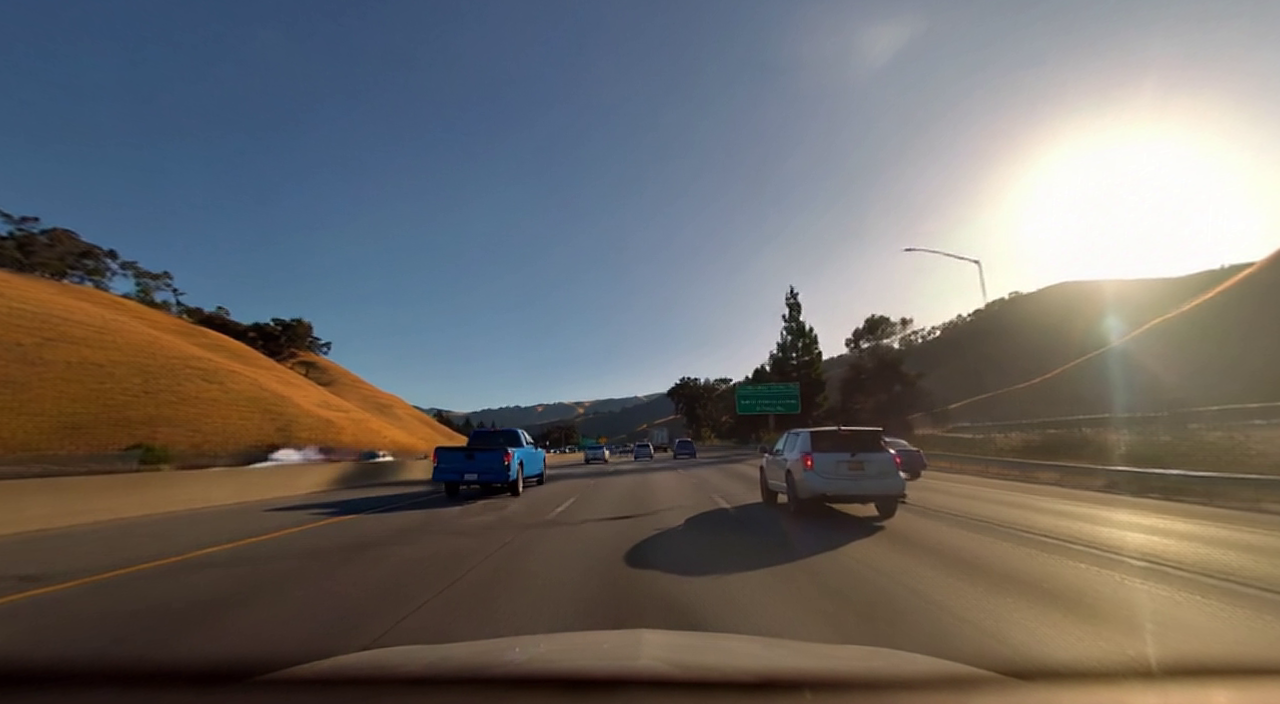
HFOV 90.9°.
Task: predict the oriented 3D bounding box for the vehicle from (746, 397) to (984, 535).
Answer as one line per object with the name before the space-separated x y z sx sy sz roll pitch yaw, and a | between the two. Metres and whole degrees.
vehicle | 3.687 2.043 11.885 2.424 1.952 5.611 0 -8 0

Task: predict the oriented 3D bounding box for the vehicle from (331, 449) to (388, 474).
vehicle | -20.427 7.966 46.169 1.919 1.673 4.612 0 -9 1

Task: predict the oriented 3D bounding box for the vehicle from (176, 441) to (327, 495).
vehicle | -13.590 4.064 22.565 2.121 1.686 5.007 -1 -8 1

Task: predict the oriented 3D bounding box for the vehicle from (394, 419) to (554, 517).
vehicle | -3.570 2.619 14.795 2.227 1.853 5.161 -1 -8 1

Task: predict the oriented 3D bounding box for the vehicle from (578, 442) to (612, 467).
vehicle | -3.385 7.753 47.894 2.235 1.785 4.386 0 -8 1
